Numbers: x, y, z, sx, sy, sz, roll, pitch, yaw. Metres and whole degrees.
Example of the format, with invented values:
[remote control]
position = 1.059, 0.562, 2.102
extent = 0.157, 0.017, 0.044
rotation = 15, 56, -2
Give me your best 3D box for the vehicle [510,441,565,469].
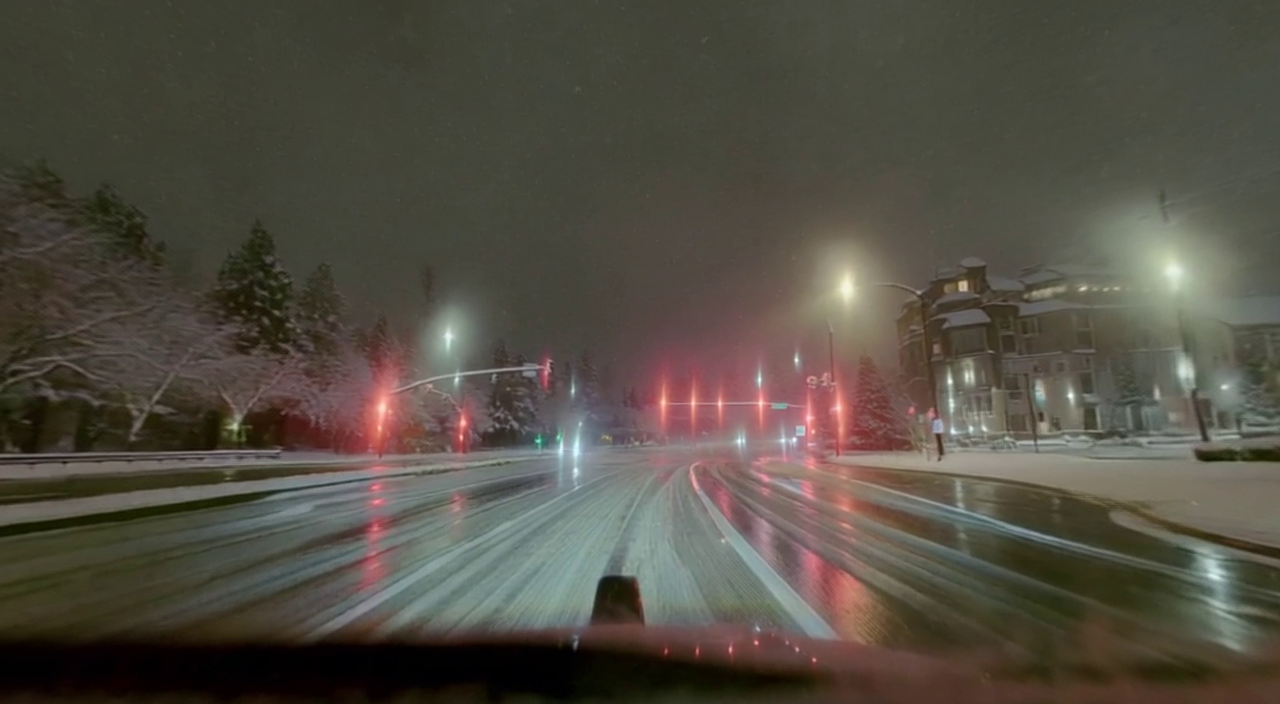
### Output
[vehicle]
position = -5.701, 5.793, 35.724
extent = 1.893, 1.503, 4.309
rotation = -1, -8, 7
